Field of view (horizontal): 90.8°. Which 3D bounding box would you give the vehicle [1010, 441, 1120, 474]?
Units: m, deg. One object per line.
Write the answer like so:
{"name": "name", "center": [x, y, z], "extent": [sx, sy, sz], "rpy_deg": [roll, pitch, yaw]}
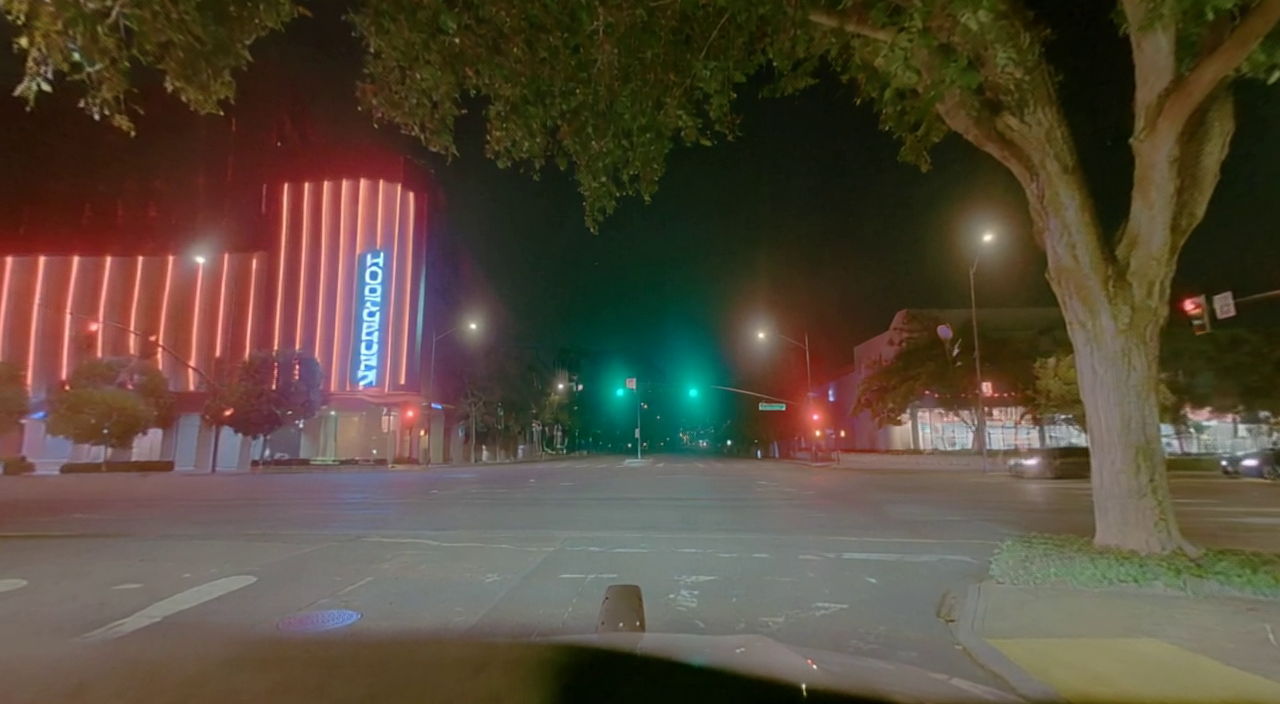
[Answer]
{"name": "vehicle", "center": [23.513, 5.843, 35.066], "extent": [4.639, 1.699, 2.030], "rpy_deg": [0, -9, -3]}
